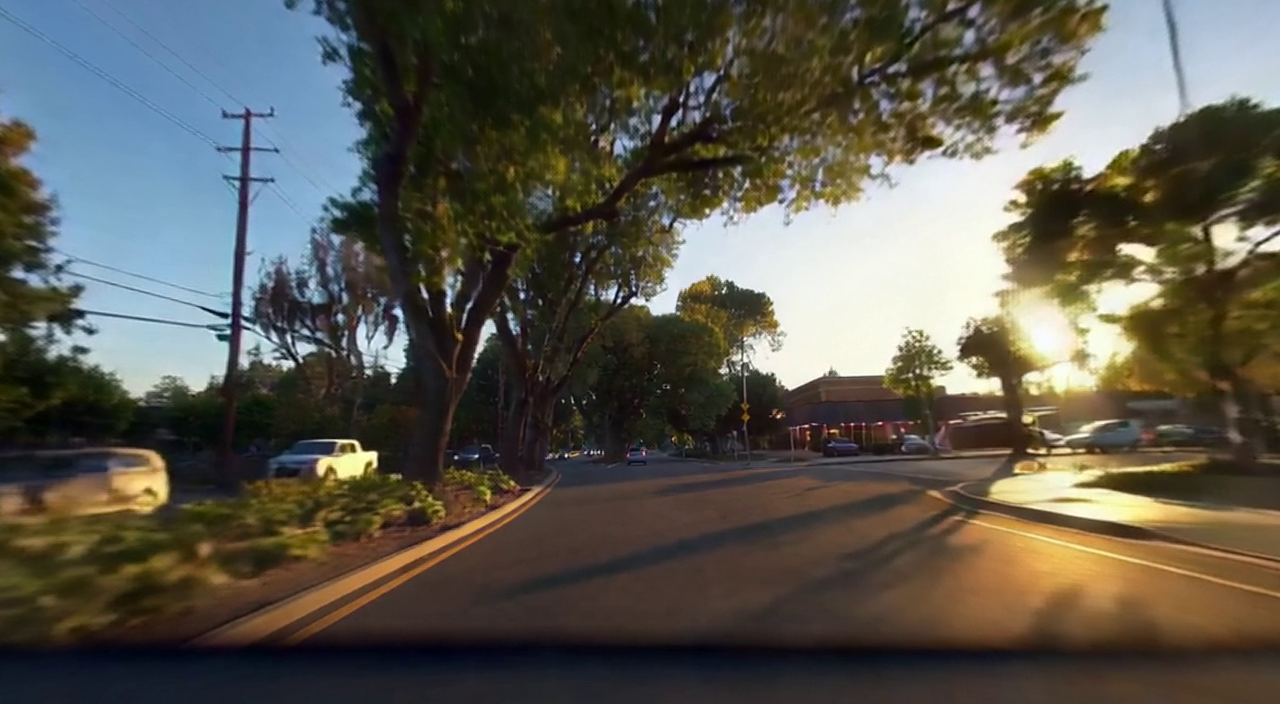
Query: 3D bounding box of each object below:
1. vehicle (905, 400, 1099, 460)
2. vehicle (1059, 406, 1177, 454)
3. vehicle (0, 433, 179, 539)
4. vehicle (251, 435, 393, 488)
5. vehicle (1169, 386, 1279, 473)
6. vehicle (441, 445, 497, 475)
[{"bbox_3d":[19.011,4.157,33.498,8.462,3.012,2.906,0,-9,-1],"label":"vehicle"},{"bbox_3d":[25.251,4.163,33.468,4.275,2.426,2.291,0,-8,1],"label":"vehicle"},{"bbox_3d":[-10.257,2.199,10.801,1.778,1.517,3.923,0,-9,-2],"label":"vehicle"},{"bbox_3d":[-11.897,4.142,24.261,2.471,1.783,5.903,0,-8,-1],"label":"vehicle"},{"bbox_3d":[19.226,2.480,19.807,2.274,2.447,4.159,-2,-9,16],"label":"vehicle"},{"bbox_3d":[-10.633,6.747,39.517,2.189,1.747,4.651,0,-9,0],"label":"vehicle"}]
